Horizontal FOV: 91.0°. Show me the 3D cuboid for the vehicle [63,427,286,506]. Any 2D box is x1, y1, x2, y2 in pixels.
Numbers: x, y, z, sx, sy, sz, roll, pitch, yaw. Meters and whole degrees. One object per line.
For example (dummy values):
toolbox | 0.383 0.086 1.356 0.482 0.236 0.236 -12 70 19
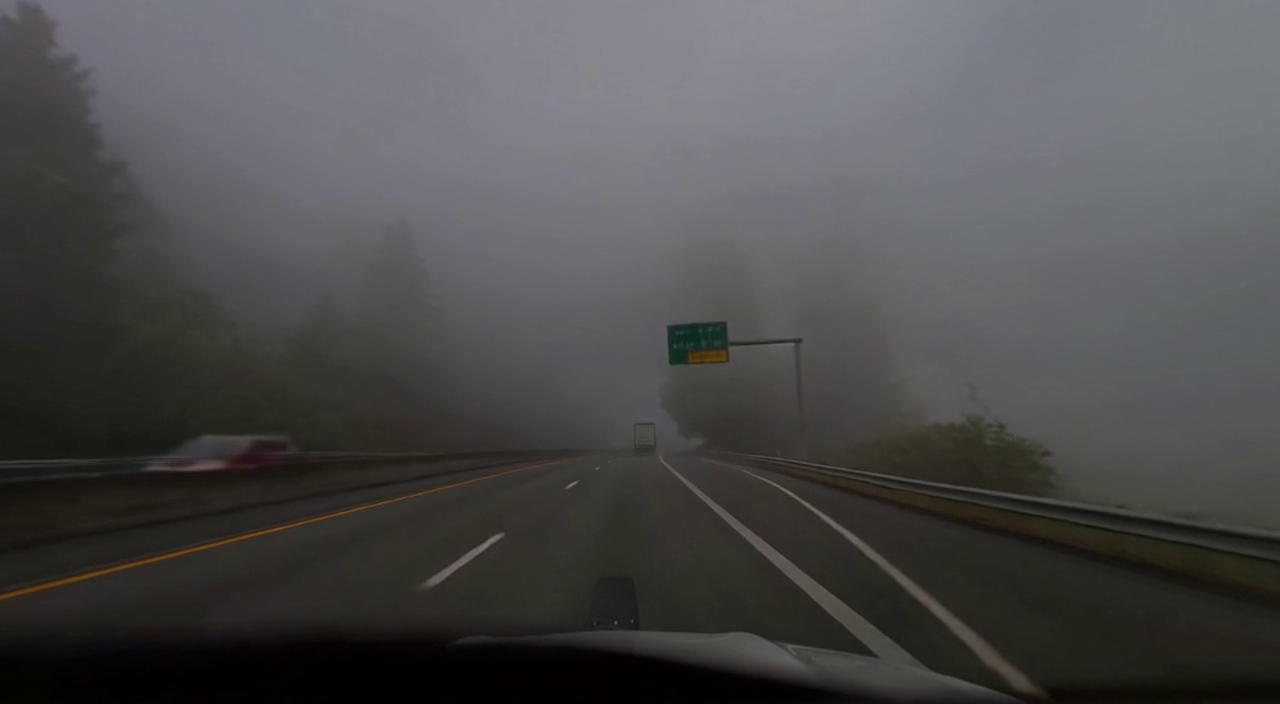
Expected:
vehicle | -11.248 2.769 15.791 2.053 1.638 4.747 0 -8 -2
